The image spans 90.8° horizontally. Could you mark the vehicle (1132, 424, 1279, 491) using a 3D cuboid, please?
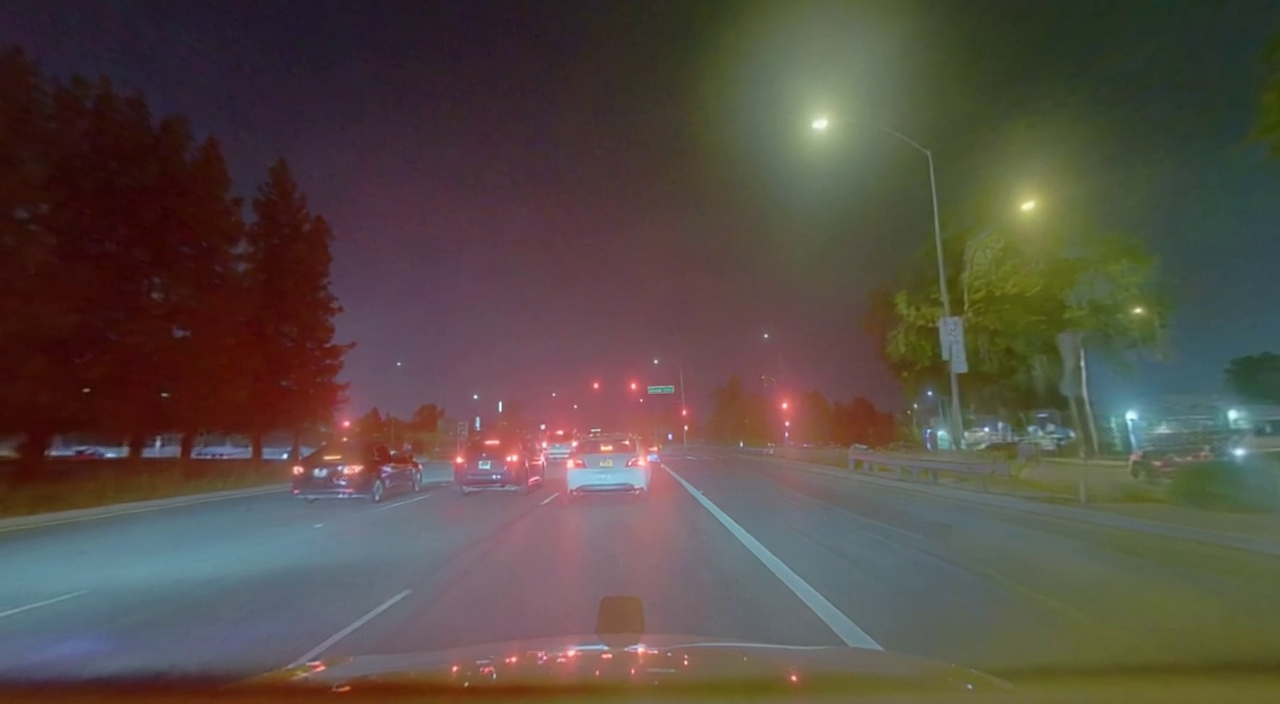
[{"bbox_3d":[14.774,2.561,15.635,4.605,1.430,2.086,4,-9,-25],"label":"vehicle"}]

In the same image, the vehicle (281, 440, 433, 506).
[{"bbox_3d":[-7.052,3.036,16.350,1.852,1.458,4.422,0,-8,1],"label":"vehicle"}]

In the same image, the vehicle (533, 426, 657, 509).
[{"bbox_3d":[-0.823,2.416,13.698,2.231,1.481,4.489,0,-8,0],"label":"vehicle"}]

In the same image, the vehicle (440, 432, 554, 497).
[{"bbox_3d":[-3.590,2.919,16.769,1.920,1.480,4.549,0,-8,1],"label":"vehicle"}]
